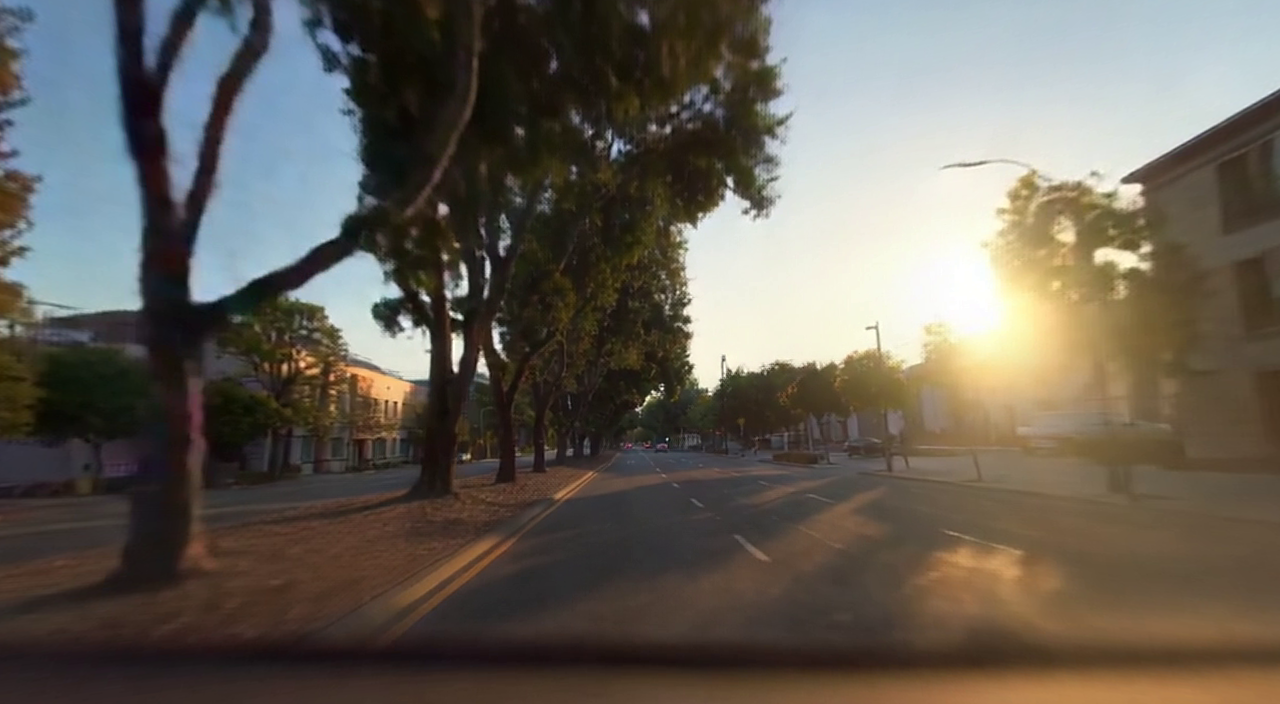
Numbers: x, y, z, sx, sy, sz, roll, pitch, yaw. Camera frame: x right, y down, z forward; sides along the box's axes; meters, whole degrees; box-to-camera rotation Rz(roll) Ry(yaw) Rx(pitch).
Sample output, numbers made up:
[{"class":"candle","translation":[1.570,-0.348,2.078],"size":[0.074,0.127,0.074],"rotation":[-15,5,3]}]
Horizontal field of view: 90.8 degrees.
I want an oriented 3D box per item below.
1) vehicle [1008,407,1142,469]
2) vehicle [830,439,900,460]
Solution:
[{"class":"vehicle","translation":[21.690,4.386,31.988],"size":[2.400,2.851,5.992],"rotation":[0,-8,0]},{"class":"vehicle","translation":[16.924,7.351,47.645],"size":[4.505,1.498,2.068],"rotation":[0,-8,-3]}]
